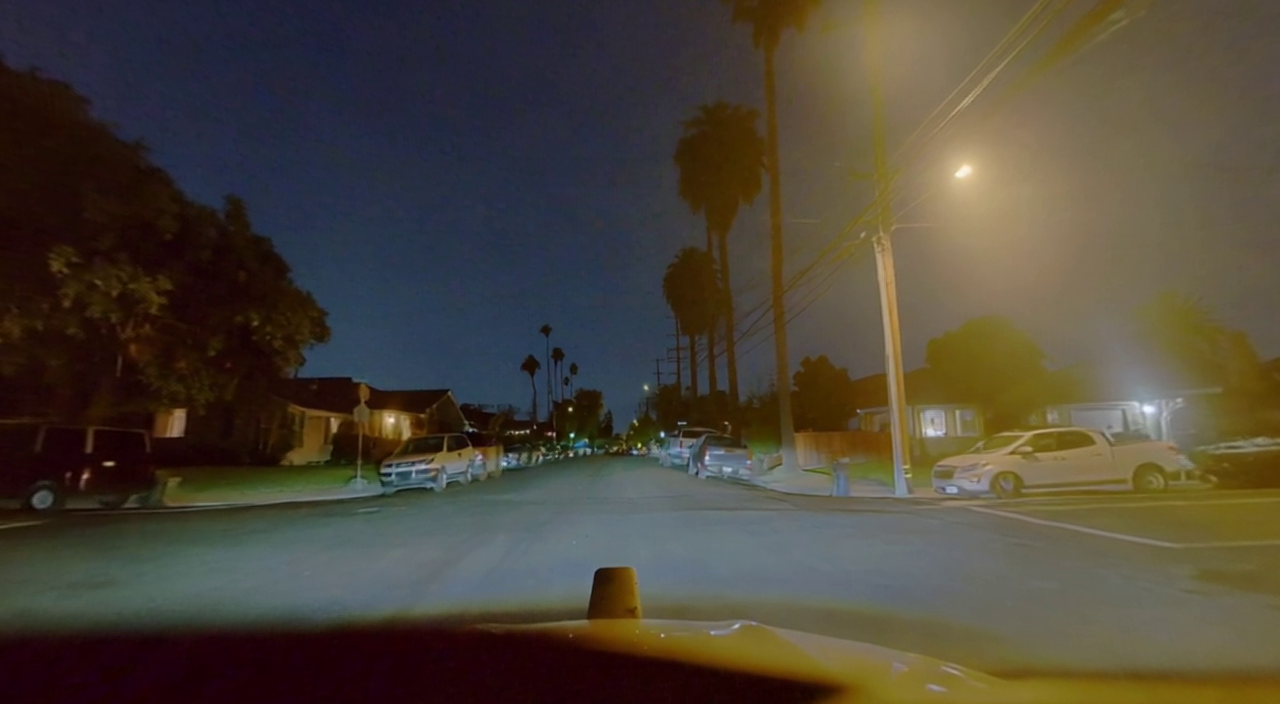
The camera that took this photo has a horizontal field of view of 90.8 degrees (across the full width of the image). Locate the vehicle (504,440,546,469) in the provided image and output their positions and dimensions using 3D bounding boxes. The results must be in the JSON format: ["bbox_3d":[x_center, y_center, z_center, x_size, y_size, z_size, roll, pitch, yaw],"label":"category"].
[{"bbox_3d":[-7.922,7.124,43.959,2.178,1.865,4.658,0,-9,-2],"label":"vehicle"}]

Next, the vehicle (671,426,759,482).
[{"bbox_3d":[2.698,3.903,24.439,2.505,1.895,5.805,0,-9,-2],"label":"vehicle"}]

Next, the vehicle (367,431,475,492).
[{"bbox_3d":[-6.958,3.524,20.663,2.198,1.724,4.493,1,-9,-5],"label":"vehicle"}]

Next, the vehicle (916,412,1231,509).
[{"bbox_3d":[10.310,2.604,15.428,5.971,1.967,2.385,-1,-9,-4],"label":"vehicle"}]

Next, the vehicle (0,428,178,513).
[{"bbox_3d":[-14.776,2.812,14.874,5.847,1.766,2.392,-2,-9,-2],"label":"vehicle"}]
